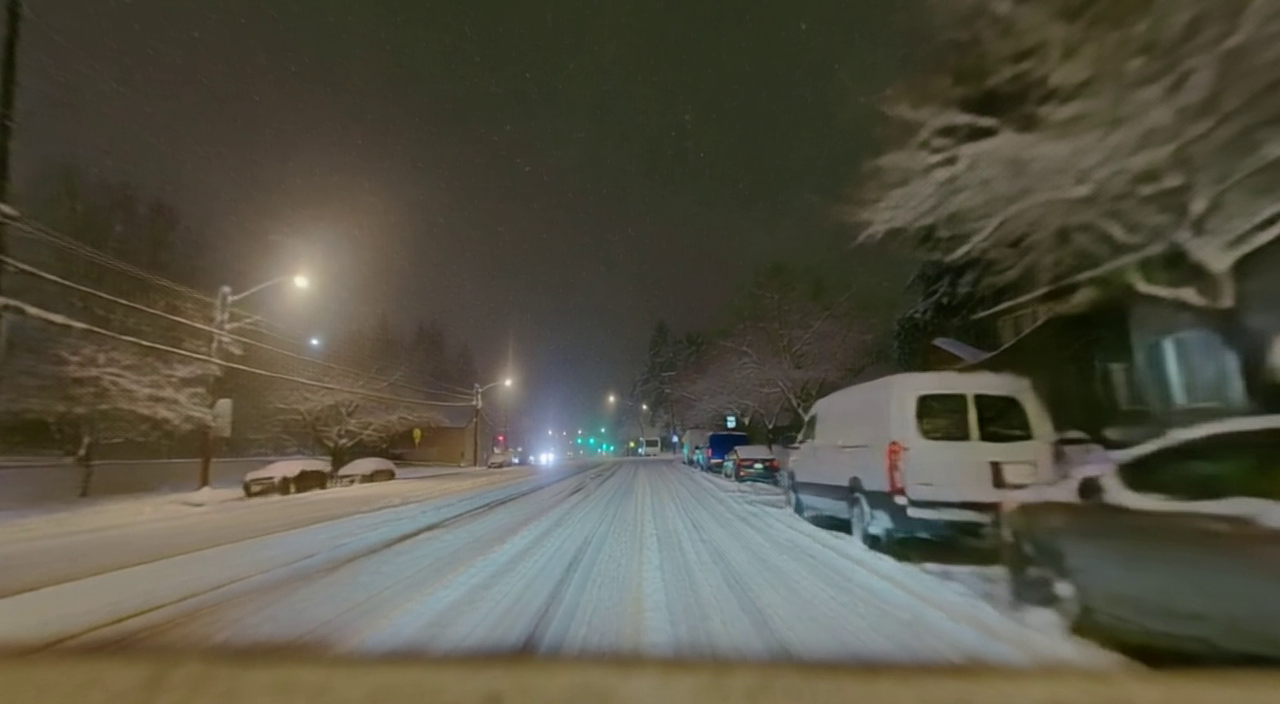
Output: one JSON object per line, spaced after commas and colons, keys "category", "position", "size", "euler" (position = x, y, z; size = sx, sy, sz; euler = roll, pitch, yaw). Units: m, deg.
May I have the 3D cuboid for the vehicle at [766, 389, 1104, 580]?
{"category": "vehicle", "position": [3.740, 1.864, 9.816], "size": [2.372, 2.008, 6.181], "euler": [0, -8, 1]}

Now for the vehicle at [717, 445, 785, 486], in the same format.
{"category": "vehicle", "position": [4.280, 4.425, 24.883], "size": [1.804, 1.432, 4.594], "euler": [0, -8, 0]}

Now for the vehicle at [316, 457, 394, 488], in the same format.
{"category": "vehicle", "position": [-15.231, 6.455, 33.857], "size": [1.944, 1.454, 4.581], "euler": [0, -8, 2]}

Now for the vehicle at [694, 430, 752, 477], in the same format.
{"category": "vehicle", "position": [4.177, 5.251, 32.720], "size": [2.293, 2.171, 5.871], "euler": [0, -8, 1]}

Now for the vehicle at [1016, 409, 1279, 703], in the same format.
{"category": "vehicle", "position": [3.620, 0.914, 2.150], "size": [1.830, 1.484, 4.639], "euler": [0, -8, 1]}

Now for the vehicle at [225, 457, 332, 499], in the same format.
{"category": "vehicle", "position": [-15.135, 5.253, 26.596], "size": [1.992, 1.517, 4.426], "euler": [0, -8, -2]}
